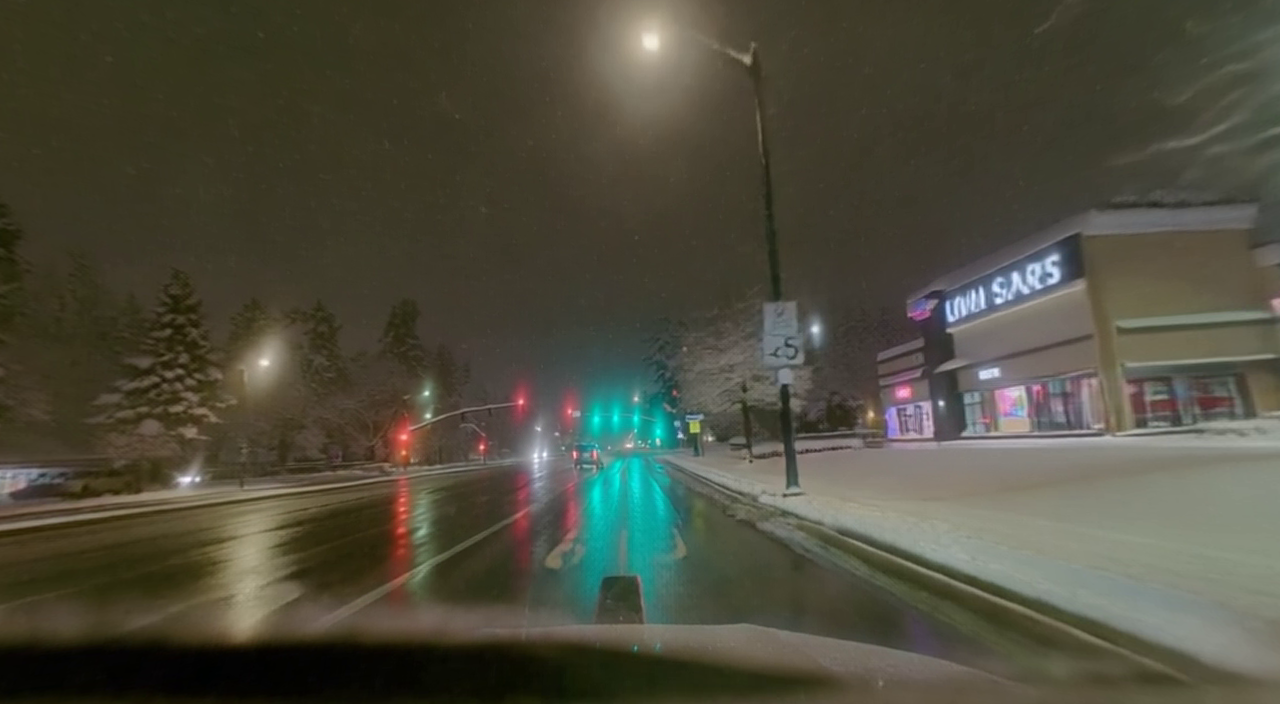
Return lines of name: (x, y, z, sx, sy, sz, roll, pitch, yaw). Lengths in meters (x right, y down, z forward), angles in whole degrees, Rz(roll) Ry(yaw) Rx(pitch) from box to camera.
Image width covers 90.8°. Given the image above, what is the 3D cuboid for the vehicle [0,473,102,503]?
vehicle: (-34.133, 7.792, 36.208, 4.614, 1.534, 2.229, 0, -8, 2)
